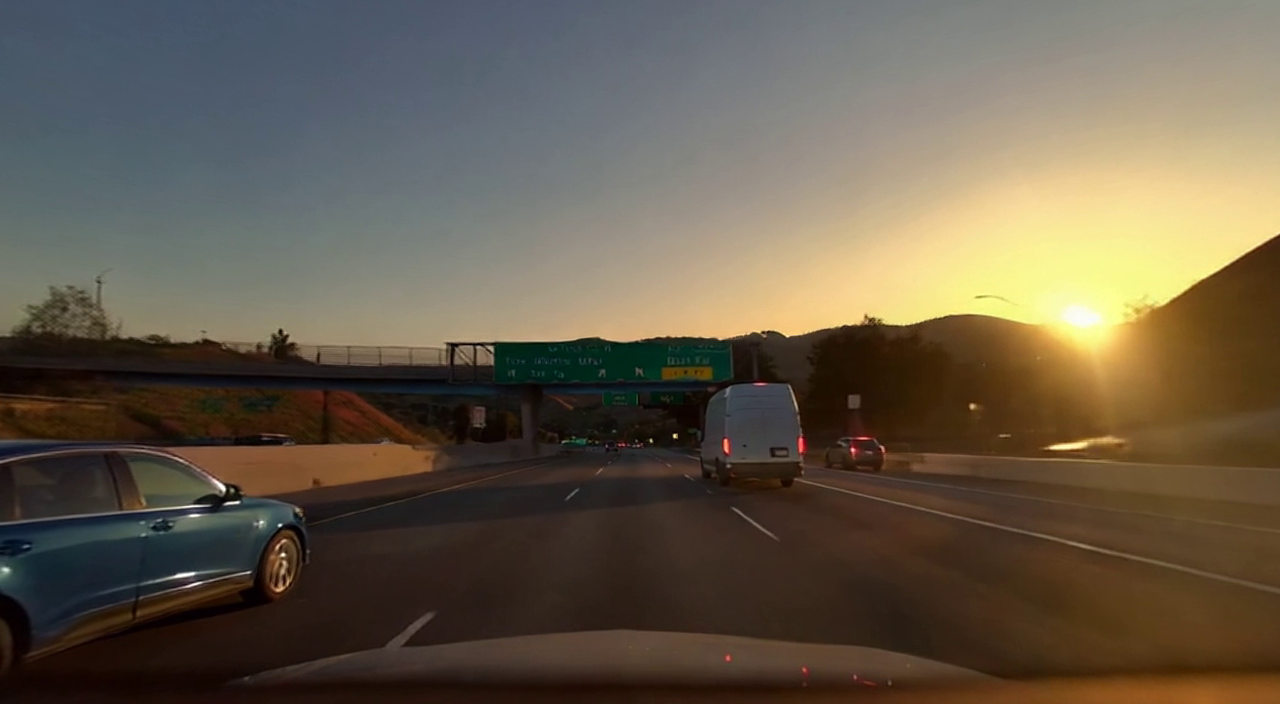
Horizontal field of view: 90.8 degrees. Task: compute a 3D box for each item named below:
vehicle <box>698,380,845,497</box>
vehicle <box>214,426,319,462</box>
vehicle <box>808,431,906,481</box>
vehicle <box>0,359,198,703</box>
[{"bbox_3d":[3.356,2.490,18.111,2.629,2.718,6.740,0,-8,-1],"label":"vehicle"},{"bbox_3d":[-18.029,4.483,30.809,2.044,1.573,4.964,0,-8,1],"label":"vehicle"},{"bbox_3d":[7.650,3.708,22.762,1.978,1.621,4.320,0,-8,0],"label":"vehicle"},{"bbox_3d":[-3.893,0.734,1.964,2.000,1.646,4.201,0,-8,-1],"label":"vehicle"}]
